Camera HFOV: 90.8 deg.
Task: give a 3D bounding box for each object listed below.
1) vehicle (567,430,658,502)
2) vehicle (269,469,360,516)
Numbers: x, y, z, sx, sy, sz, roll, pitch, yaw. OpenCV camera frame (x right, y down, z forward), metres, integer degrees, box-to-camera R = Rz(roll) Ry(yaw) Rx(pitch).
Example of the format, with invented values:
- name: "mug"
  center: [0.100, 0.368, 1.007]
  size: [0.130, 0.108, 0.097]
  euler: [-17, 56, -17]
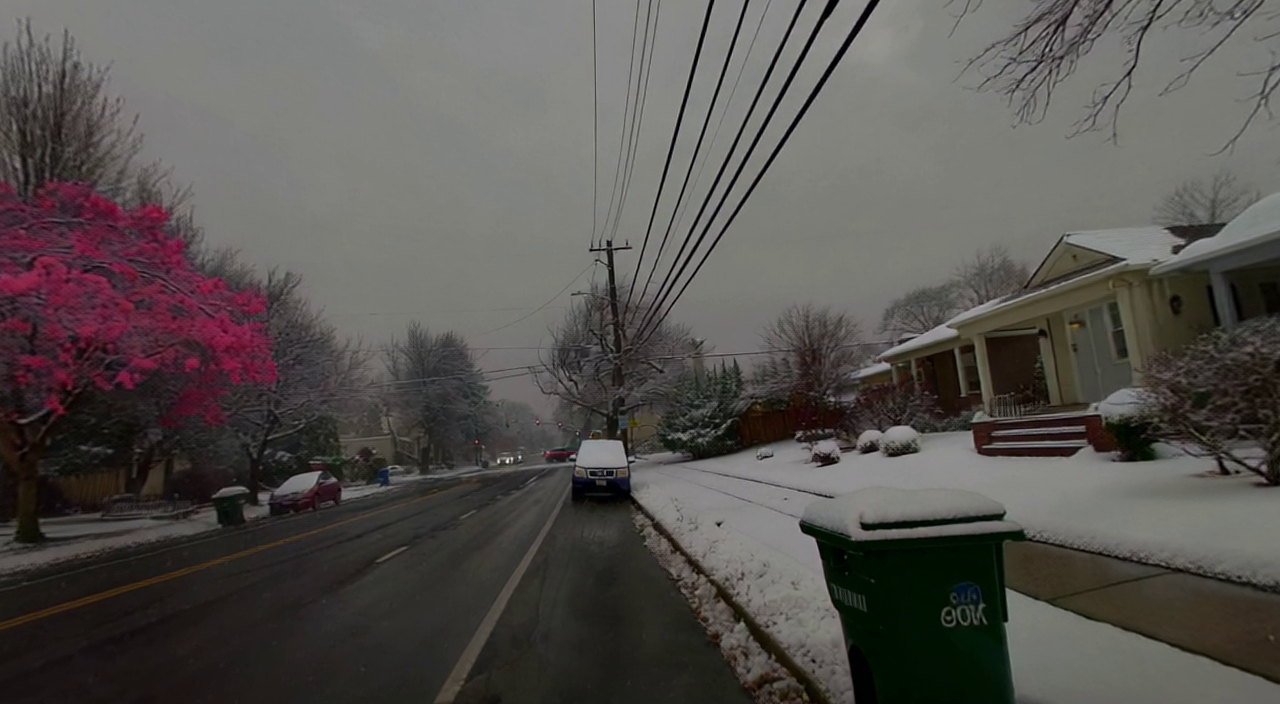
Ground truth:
- name: "vehicle"
  center: [-0.823, 3.064, 17.387]
  size: [2.190, 1.708, 4.115]
  euler: [0, -8, -4]
- name: "vehicle"
  center: [-13.760, 5.913, 26.978]
  size: [1.982, 1.660, 4.142]
  euler: [1, -8, -6]
